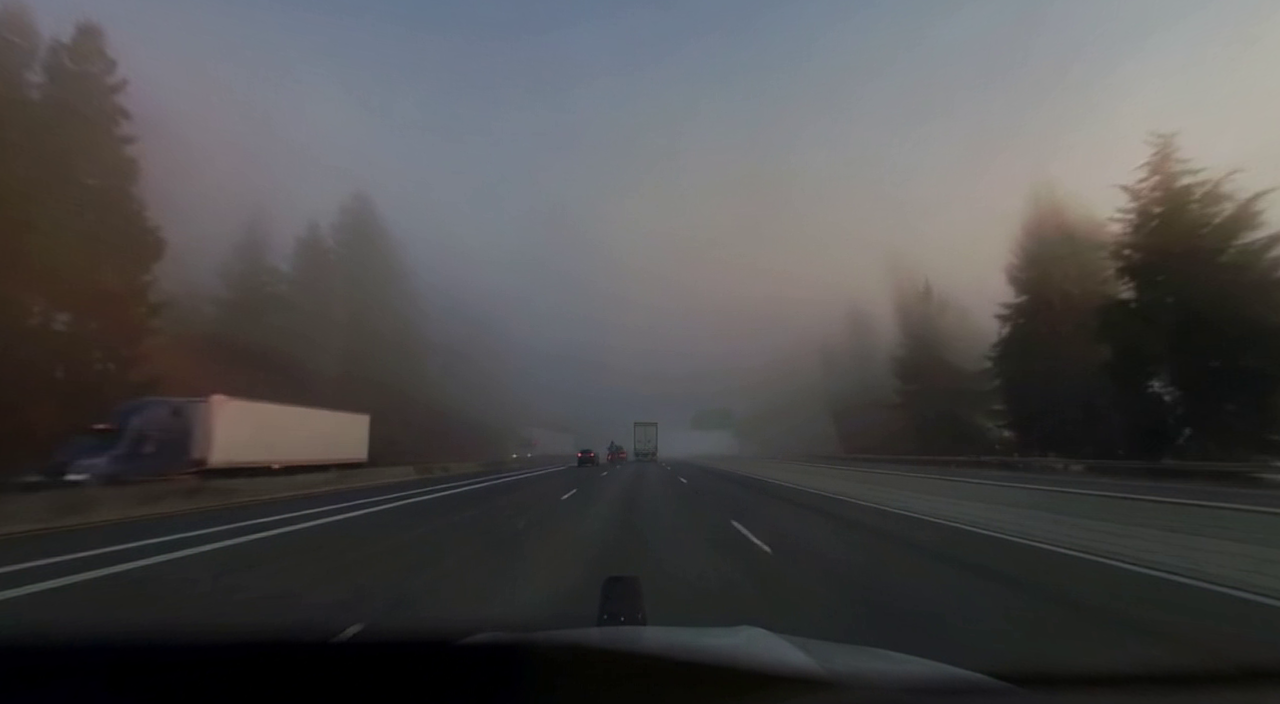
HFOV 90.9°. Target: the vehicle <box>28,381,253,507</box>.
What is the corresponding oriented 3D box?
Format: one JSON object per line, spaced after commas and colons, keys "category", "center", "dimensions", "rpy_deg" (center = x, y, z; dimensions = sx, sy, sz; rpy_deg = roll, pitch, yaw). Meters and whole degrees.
{"category": "vehicle", "center": [-17.532, 3.316, 22.817], "dimensions": [3.007, 3.936, 5.906], "rpy_deg": [0, -9, 0]}
